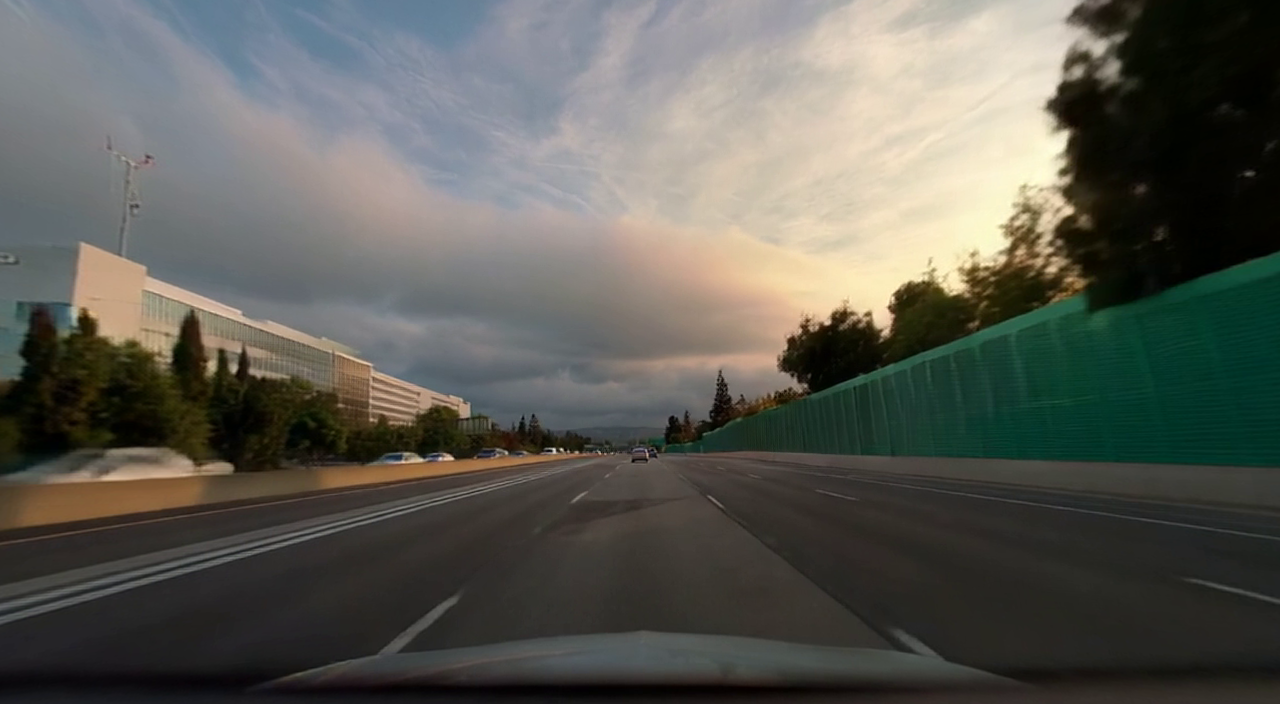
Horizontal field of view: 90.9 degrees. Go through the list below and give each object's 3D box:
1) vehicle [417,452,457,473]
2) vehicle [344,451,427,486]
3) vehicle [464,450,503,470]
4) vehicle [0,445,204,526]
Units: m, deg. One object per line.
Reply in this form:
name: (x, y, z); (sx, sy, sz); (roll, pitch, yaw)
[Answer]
vehicle: (-15.990, 8.676, 49.753); (1.812, 1.528, 3.947); (0, -9, 0)
vehicle: (-11.232, 5.153, 28.127); (1.902, 1.426, 4.345); (0, -9, 0)
vehicle: (-11.791, 8.159, 47.771); (1.852, 1.455, 4.006); (0, -9, 1)
vehicle: (-12.072, 2.853, 13.990); (1.863, 1.492, 4.026); (0, -9, 0)
